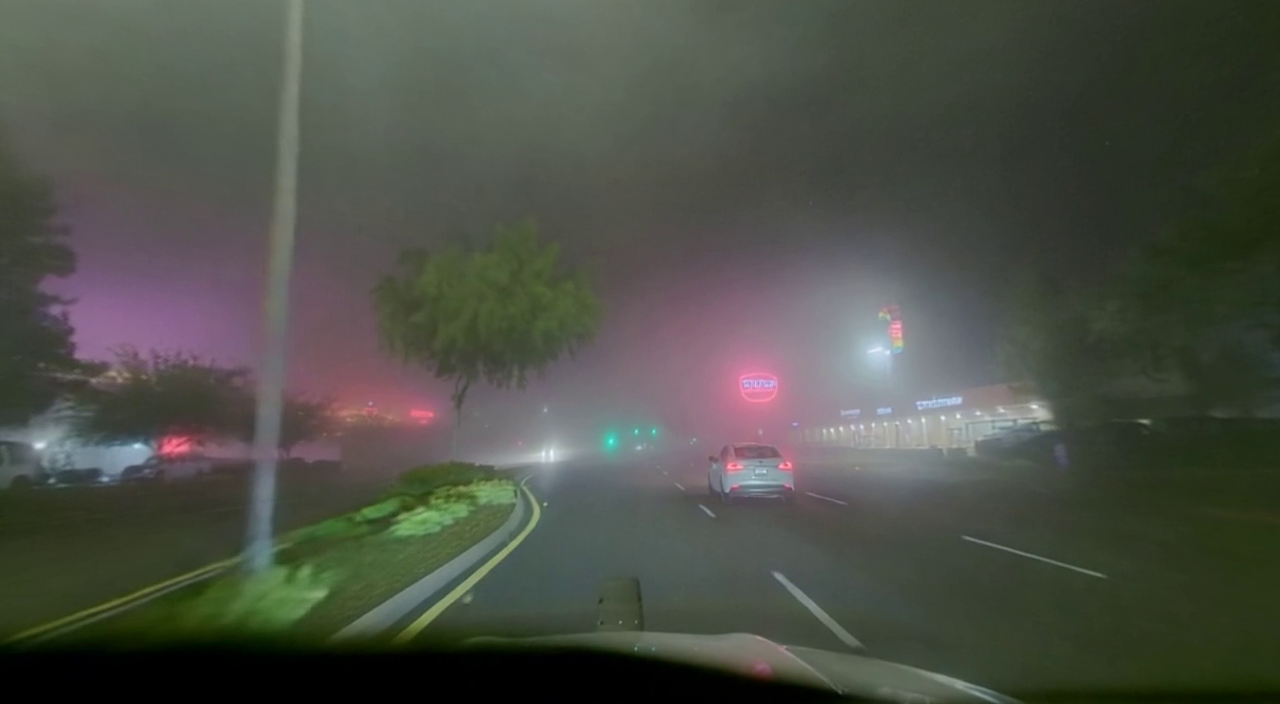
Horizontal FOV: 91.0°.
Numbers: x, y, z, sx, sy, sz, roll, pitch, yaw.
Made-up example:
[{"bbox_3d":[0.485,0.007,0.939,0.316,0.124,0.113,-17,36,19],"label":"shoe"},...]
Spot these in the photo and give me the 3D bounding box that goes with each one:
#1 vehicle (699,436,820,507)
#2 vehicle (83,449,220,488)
[{"bbox_3d":[2.731,2.852,15.504,2.015,1.479,4.444,0,-9,-1],"label":"vehicle"},{"bbox_3d":[-28.580,6.810,37.183,6.011,2.042,2.375,5,-10,-31],"label":"vehicle"}]
